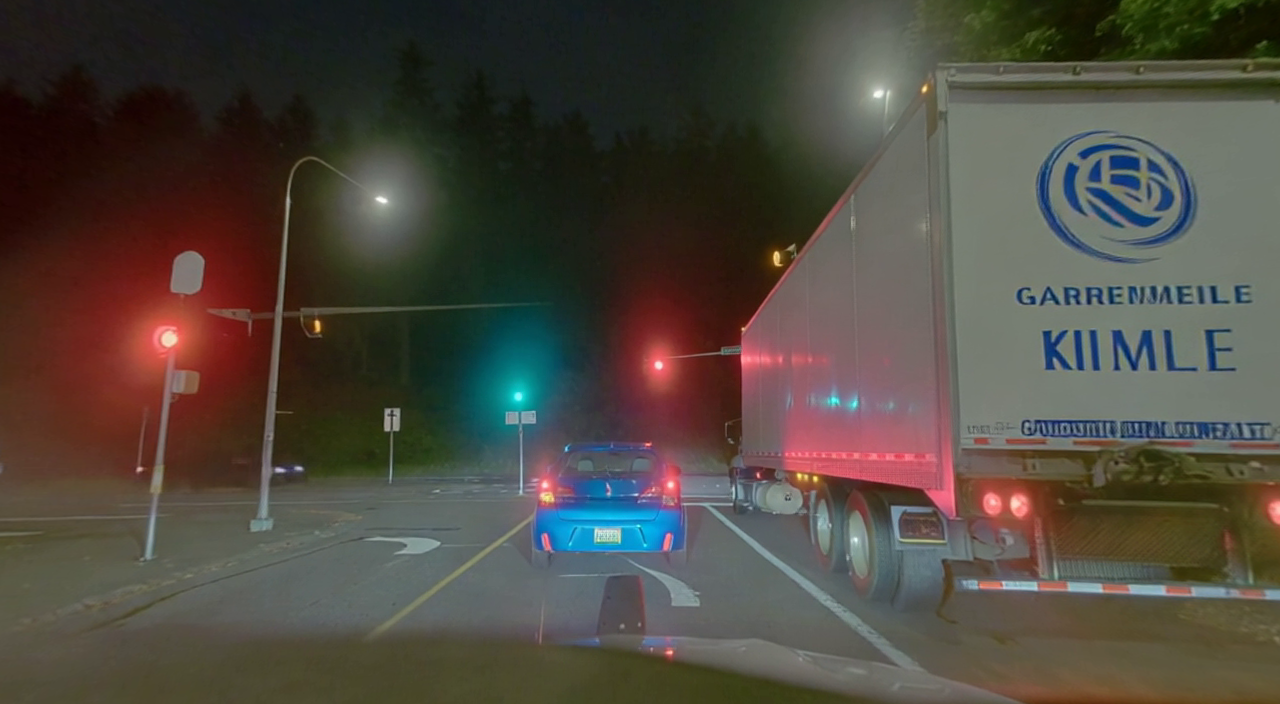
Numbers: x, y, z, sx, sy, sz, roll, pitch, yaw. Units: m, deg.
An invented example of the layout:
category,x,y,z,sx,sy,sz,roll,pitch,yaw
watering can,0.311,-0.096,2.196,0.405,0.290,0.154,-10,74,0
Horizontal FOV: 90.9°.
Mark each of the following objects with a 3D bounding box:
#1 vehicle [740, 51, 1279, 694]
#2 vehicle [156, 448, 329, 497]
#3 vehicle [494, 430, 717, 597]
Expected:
category,x,y,z,sx,sy,sz,roll,pitch,yaw
vehicle,3.496,0.725,8.488,2.884,3.753,9.763,0,-9,1
vehicle,-14.195,4.318,22.807,4.839,1.659,1.877,1,-9,-8
vehicle,-0.343,1.710,7.431,1.975,1.457,3.526,0,-9,-1
